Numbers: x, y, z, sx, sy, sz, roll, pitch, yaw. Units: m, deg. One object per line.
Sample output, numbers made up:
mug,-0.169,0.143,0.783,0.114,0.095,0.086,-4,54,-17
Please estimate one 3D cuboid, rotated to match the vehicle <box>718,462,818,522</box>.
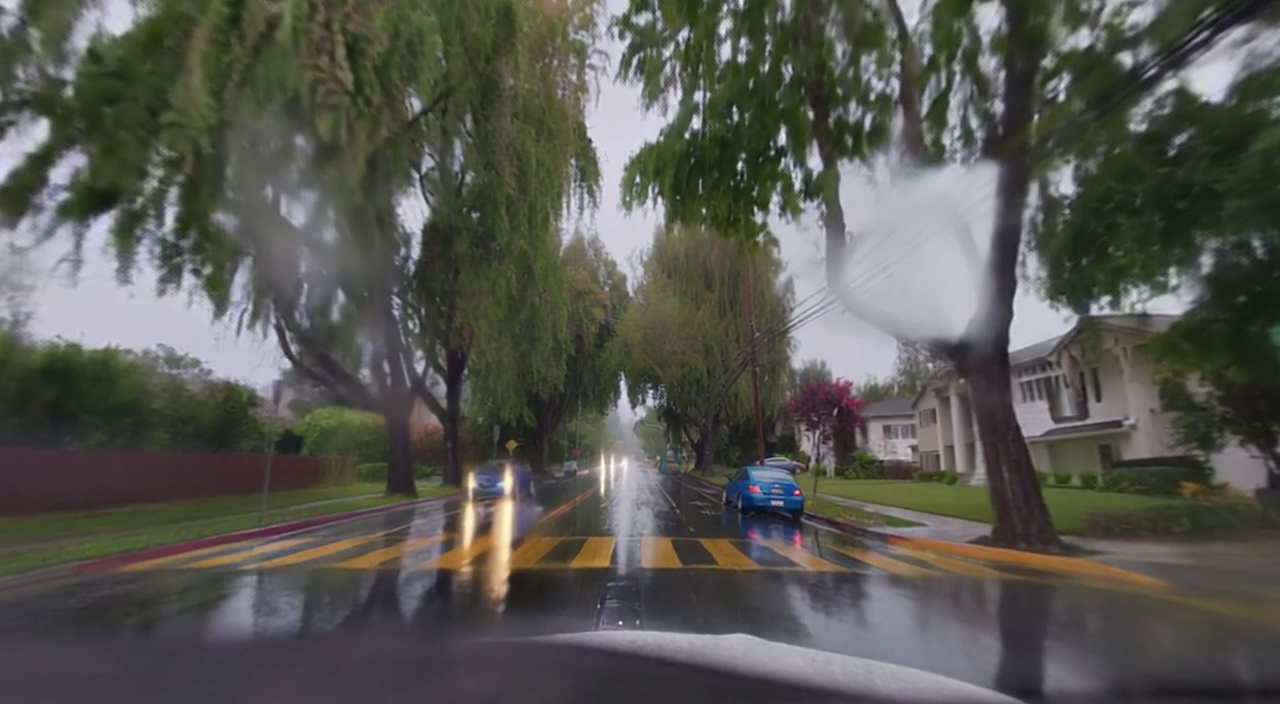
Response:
vehicle,3.720,4.145,19.227,1.961,1.472,4.434,0,-9,-2
